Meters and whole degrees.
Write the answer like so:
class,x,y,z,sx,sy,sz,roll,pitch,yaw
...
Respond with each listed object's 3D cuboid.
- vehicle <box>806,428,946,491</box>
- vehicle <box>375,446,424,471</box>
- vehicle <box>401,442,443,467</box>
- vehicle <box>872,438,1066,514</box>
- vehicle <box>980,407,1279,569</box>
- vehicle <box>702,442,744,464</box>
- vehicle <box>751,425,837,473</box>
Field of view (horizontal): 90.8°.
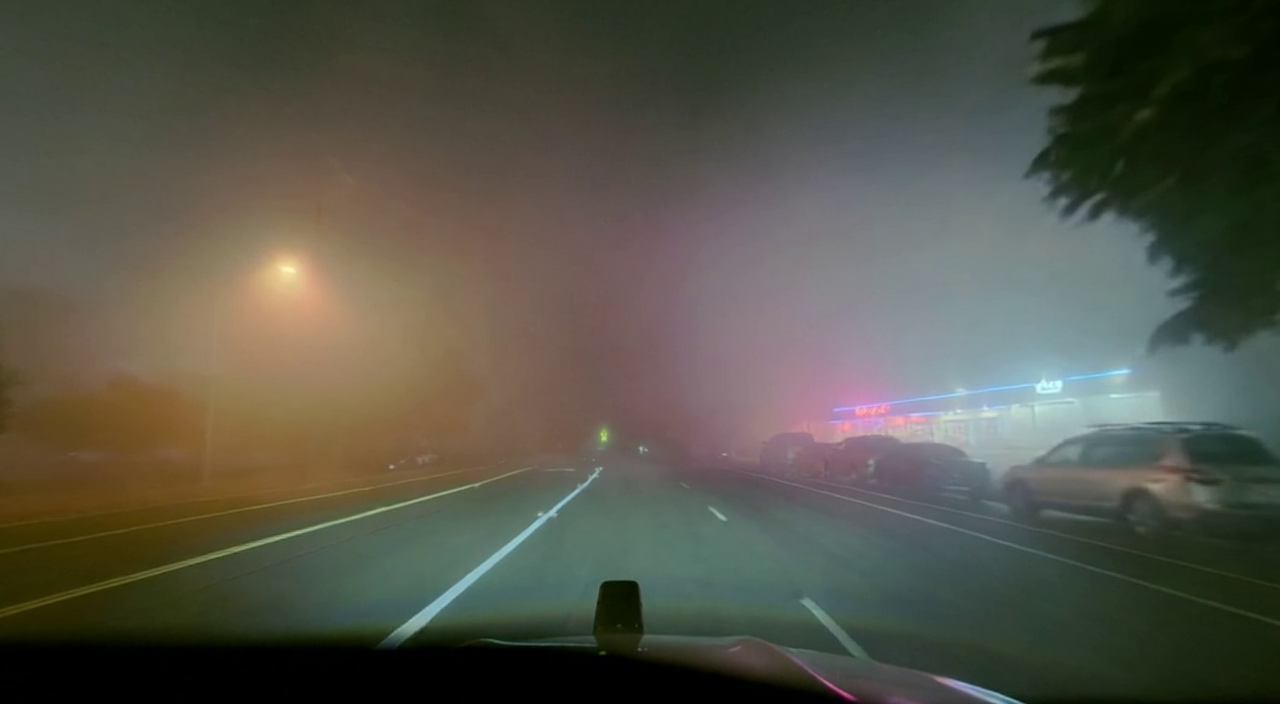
class,x,y,z,sx,sy,sz,roll,pitch,yaw
vehicle,7.515,3.495,20.854,2.425,1.818,5.028,0,-9,-3
vehicle,-15.587,6.905,41.186,2.027,1.470,4.550,1,-9,-8
vehicle,-15.940,7.488,46.327,1.927,1.748,4.474,1,-9,-7
vehicle,7.422,2.839,15.031,1.870,1.469,5.136,0,-9,0
vehicle,7.599,1.821,9.313,2.095,1.693,5.173,0,-9,-2
vehicle,6.030,7.407,46.509,1.872,1.515,4.799,1,-9,-8
vehicle,7.425,4.823,31.351,2.543,2.114,5.984,0,-9,-2
